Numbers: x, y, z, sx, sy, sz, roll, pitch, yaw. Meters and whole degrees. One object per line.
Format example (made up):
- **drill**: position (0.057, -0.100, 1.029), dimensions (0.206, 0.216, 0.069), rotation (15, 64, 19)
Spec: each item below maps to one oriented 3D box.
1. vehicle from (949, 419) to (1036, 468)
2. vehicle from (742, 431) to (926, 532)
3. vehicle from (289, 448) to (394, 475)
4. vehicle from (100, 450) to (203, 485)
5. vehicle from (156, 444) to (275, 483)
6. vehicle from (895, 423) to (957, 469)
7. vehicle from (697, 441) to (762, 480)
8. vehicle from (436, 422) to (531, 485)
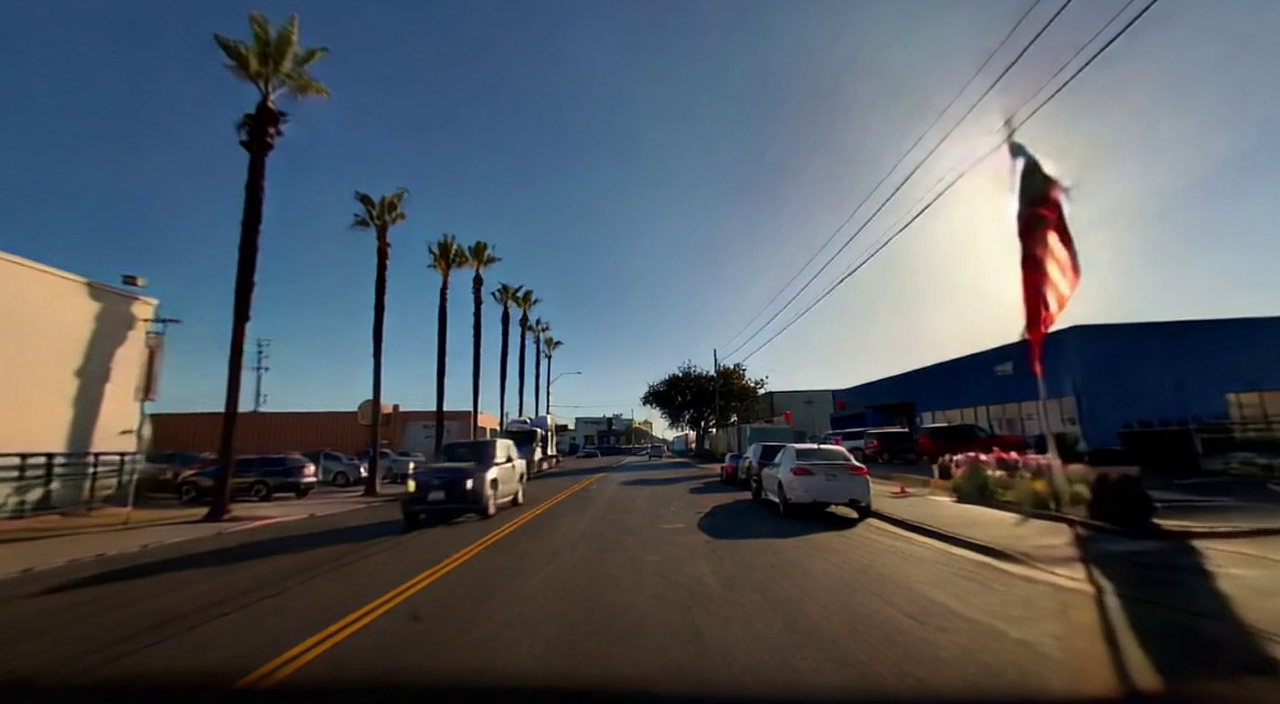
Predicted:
- **vehicle**: position (15.068, 3.968, 27.339), dimensions (2.311, 1.876, 4.987), rotation (-3, -9, 19)
- **vehicle**: position (3.548, 2.460, 12.654), dimensions (2.111, 1.611, 4.576), rotation (0, -9, -1)
- **vehicle**: position (-16.844, 6.176, 35.769), dimensions (4.890, 1.483, 2.055), rotation (-1, -9, 2)
- **vehicle**: position (-23.280, 5.499, 30.313), dimensions (1.836, 1.508, 3.915), rotation (0, -9, -1)
- **vehicle**: position (-20.631, 5.416, 31.094), dimensions (2.152, 1.746, 5.461), rotation (0, -9, -1)
- **vehicle**: position (12.434, 4.120, 27.707), dimensions (2.159, 1.840, 4.404), rotation (-4, -9, 21)
- **vehicle**: position (3.839, 4.777, 28.100), dimensions (2.246, 1.533, 4.971), rotation (0, -9, 1)
- **vehicle**: position (-7.790, 5.167, 32.461), dimensions (2.845, 2.738, 7.208), rotation (-3, -8, 2)
